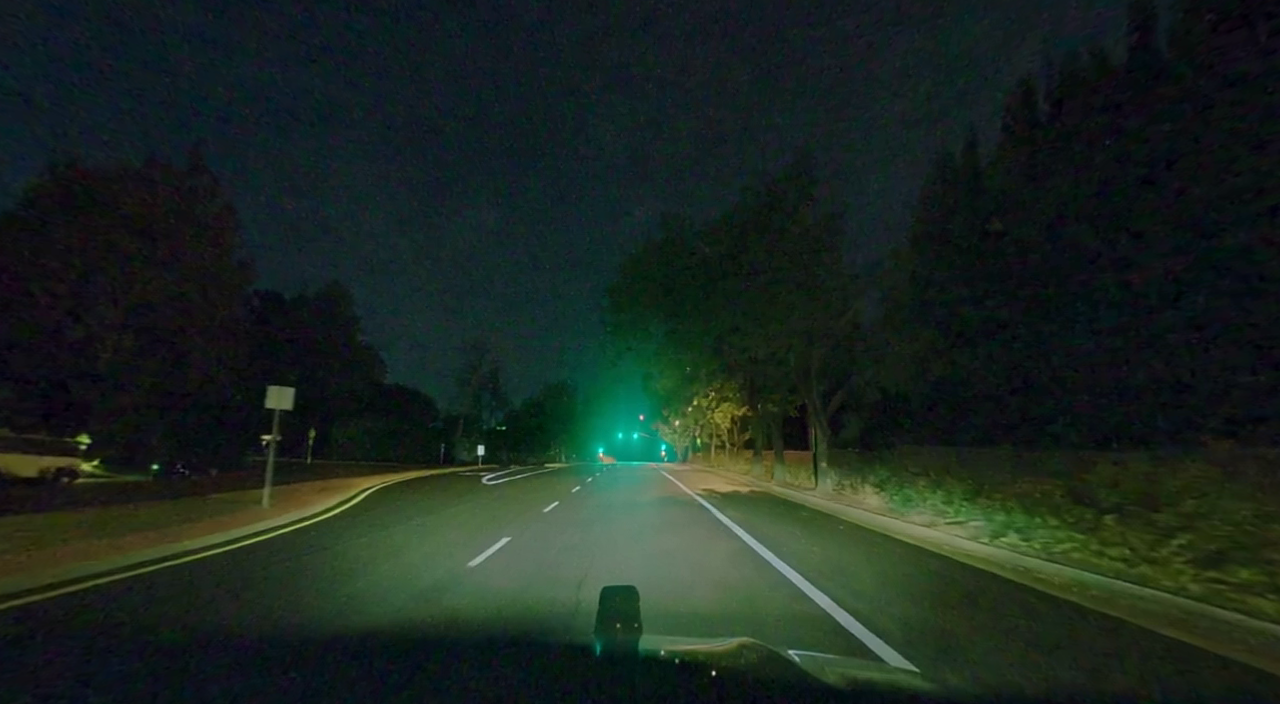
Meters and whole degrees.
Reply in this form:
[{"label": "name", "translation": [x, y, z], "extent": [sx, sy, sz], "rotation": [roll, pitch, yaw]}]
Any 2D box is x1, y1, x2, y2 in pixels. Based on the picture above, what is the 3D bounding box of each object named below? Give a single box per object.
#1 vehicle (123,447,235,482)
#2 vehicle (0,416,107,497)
[{"label": "vehicle", "translation": [-22.721, 5.512, 31.446], "extent": [2.049, 1.578, 4.787], "rotation": [0, -9, -2]}, {"label": "vehicle", "translation": [-22.183, 3.628, 21.548], "extent": [2.314, 2.597, 6.819], "rotation": [-3, -10, -3]}]
